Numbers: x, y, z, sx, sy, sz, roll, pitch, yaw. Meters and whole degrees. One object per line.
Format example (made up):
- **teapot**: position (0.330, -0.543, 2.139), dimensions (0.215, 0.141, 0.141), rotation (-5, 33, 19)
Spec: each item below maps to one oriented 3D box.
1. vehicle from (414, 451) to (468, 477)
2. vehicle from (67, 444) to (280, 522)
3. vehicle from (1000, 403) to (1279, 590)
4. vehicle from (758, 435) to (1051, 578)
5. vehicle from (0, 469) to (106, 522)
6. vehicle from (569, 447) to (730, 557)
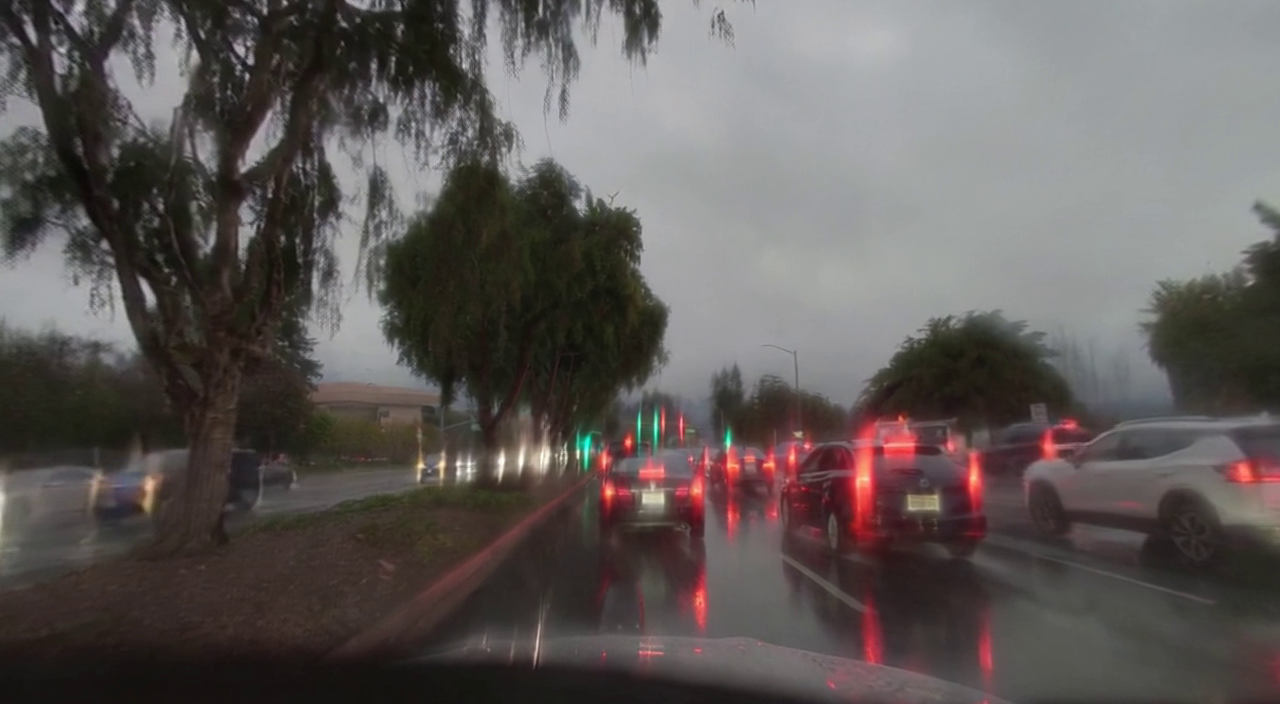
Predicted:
- **vehicle**: position (-12.429, 6.999, 39.777), dimensions (1.943, 1.467, 4.442), rotation (0, -9, 0)
- **vehicle**: position (-11.562, 3.222, 16.201), dimensions (1.980, 1.675, 4.581), rotation (0, -9, 0)
- **vehicle**: position (6.907, 1.667, 8.050), dimensions (1.987, 1.730, 4.373), rotation (0, -9, -1)
- **vehicle**: position (3.182, 1.960, 9.014), dimensions (1.970, 1.445, 4.974), rotation (0, -9, -1)
- **vehicle**: position (-18.385, 4.185, 18.641), dimensions (1.798, 1.333, 3.944), rotation (0, -9, -1)
- **vehicle**: position (0.085, 2.173, 9.944), dimensions (1.990, 1.347, 4.067), rotation (0, -9, -1)
